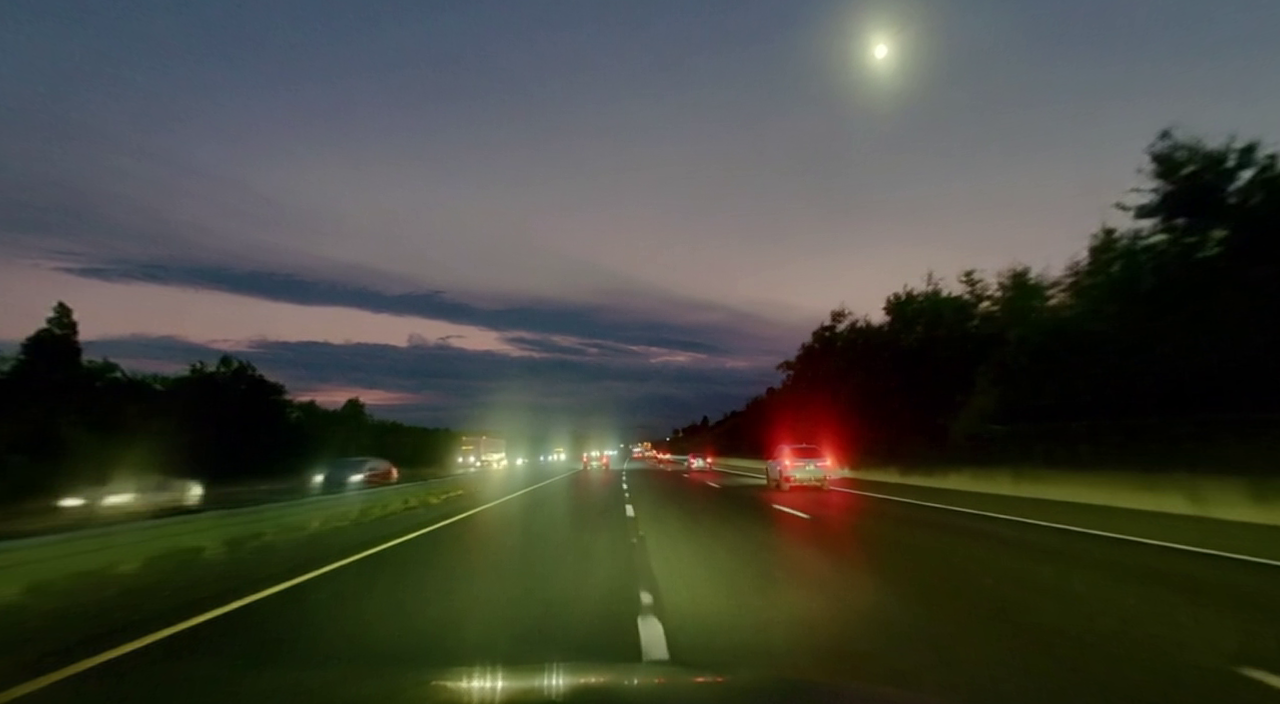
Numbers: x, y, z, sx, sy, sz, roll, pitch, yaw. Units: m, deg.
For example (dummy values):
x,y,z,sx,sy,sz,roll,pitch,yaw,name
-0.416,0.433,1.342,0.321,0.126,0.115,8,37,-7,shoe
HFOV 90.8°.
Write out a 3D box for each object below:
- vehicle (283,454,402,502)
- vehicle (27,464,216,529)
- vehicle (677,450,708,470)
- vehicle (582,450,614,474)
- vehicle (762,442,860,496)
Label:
x,y,z,sx,sy,sz,roll,pitch,yaw,name
-10.504,4.459,22.786,2.097,1.503,4.780,0,-9,-2,vehicle
-14.235,3.945,17.701,1.908,1.493,4.047,0,-9,-2,vehicle
4.002,8.363,48.880,1.846,1.480,3.694,0,-9,-4,vehicle
-2.810,7.399,42.780,2.021,1.507,4.272,0,-9,-2,vehicle
5.397,3.735,20.507,1.903,1.566,3.866,0,-9,-3,vehicle
